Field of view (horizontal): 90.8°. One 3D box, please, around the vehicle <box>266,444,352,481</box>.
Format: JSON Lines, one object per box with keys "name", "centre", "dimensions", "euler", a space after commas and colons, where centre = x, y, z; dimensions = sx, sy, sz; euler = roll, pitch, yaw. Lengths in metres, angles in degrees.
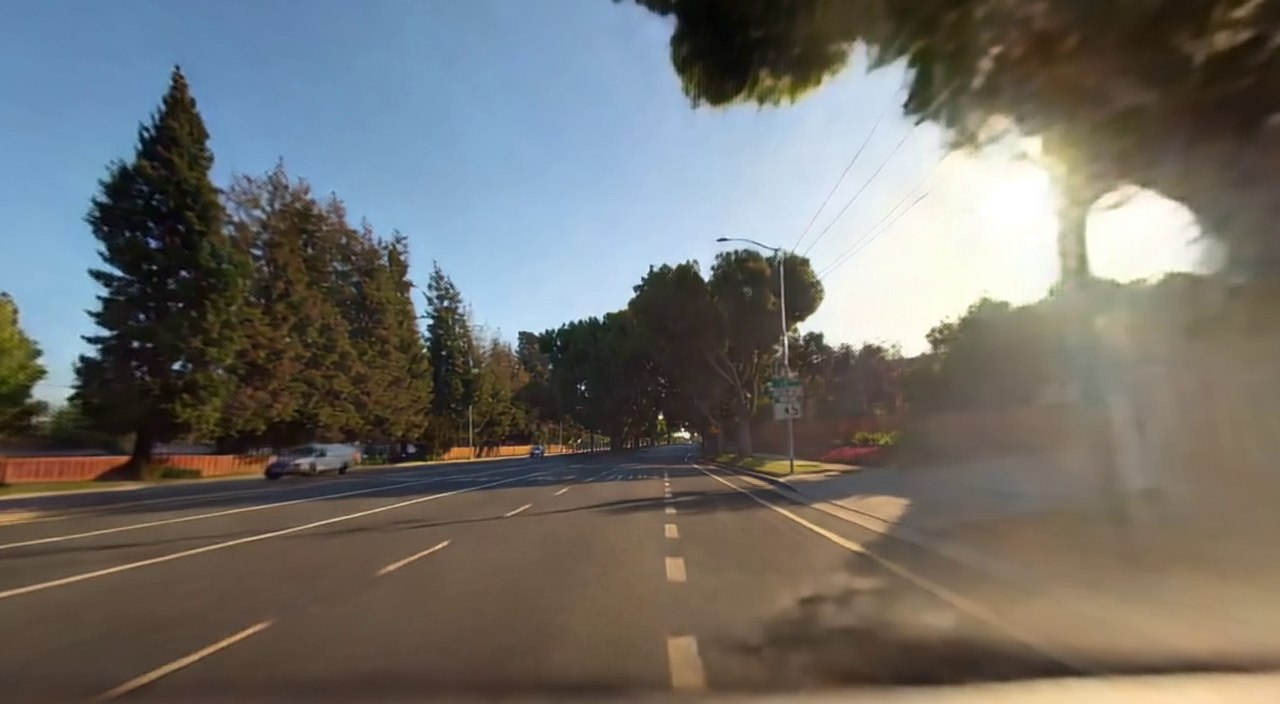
{"name": "vehicle", "centre": [-16.202, 5.394, 31.189], "dimensions": [1.925, 1.649, 4.009], "euler": [0, -8, 3]}
